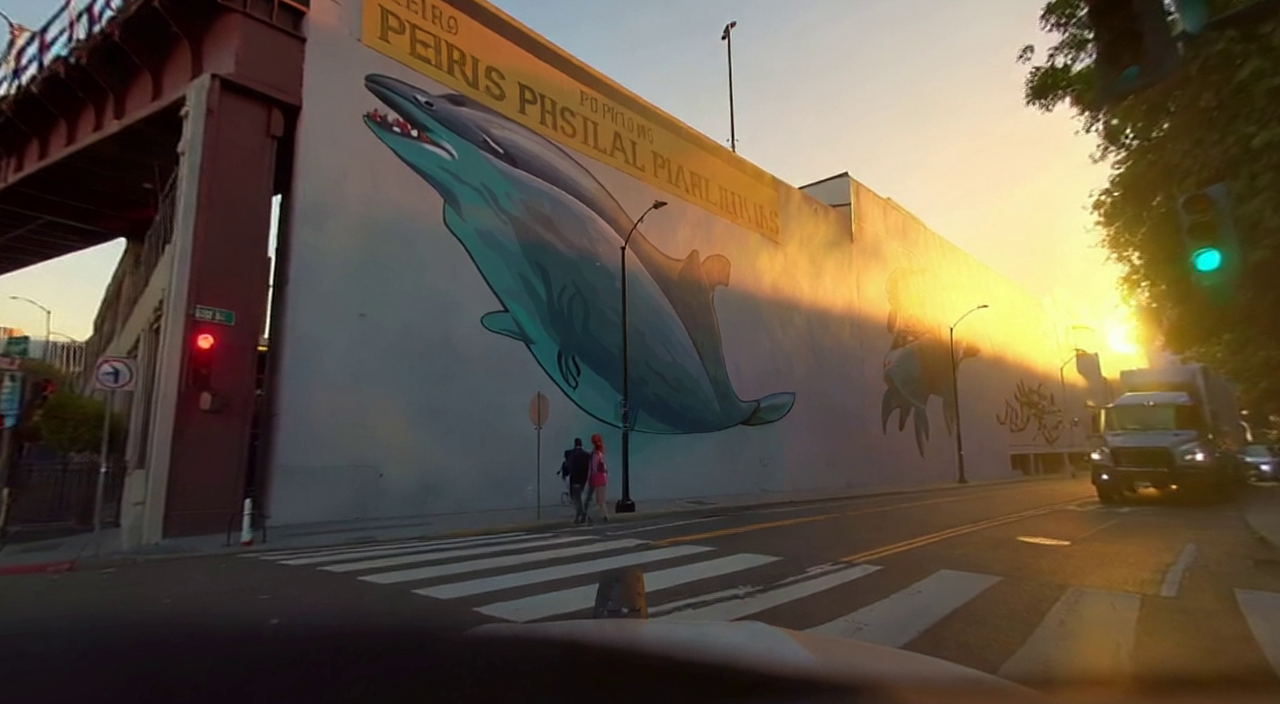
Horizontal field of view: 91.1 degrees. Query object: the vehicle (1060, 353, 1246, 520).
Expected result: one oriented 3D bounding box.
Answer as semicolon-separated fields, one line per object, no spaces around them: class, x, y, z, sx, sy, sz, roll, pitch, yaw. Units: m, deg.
vehicle;15.789;2.564;18.954;9.347;3.893;2.849;8;-12;-43
